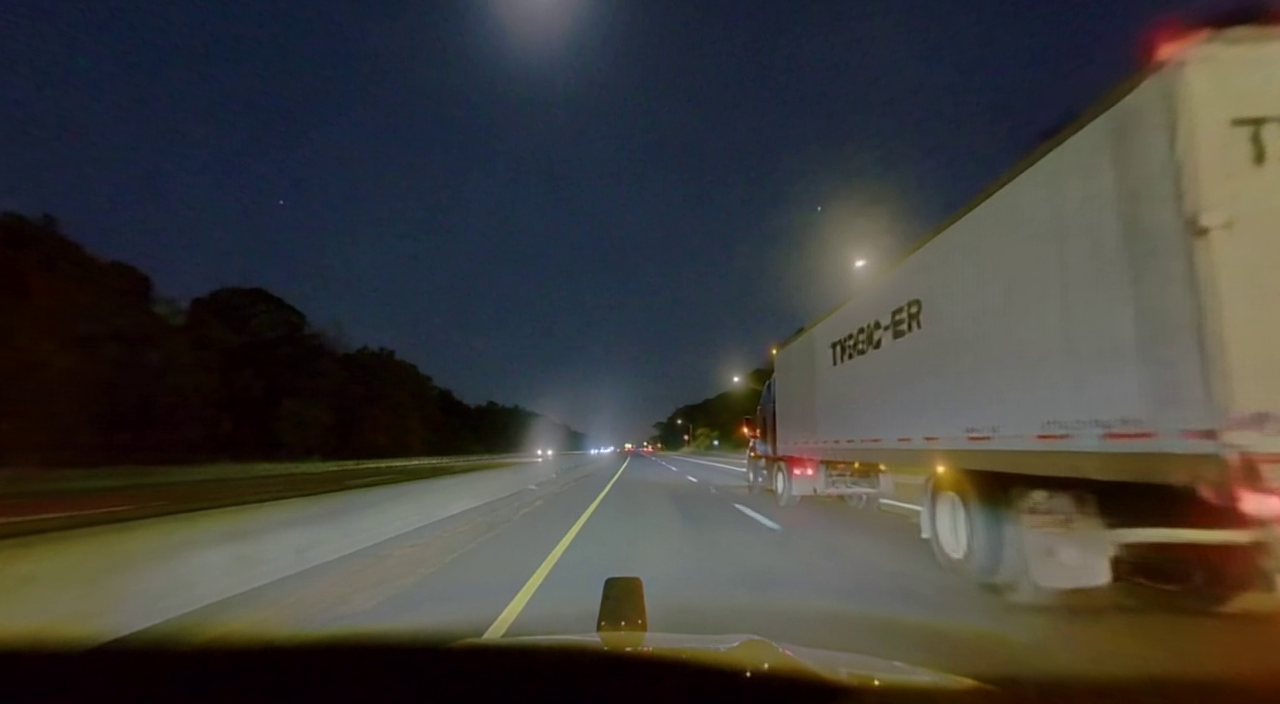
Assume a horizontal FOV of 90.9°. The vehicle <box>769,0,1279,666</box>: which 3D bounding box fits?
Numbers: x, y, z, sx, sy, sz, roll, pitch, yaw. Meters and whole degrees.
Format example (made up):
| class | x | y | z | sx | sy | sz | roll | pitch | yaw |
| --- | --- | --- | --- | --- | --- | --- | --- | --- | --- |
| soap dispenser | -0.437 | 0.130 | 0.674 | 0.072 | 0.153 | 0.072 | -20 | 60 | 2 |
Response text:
| class | x | y | z | sx | sy | sz | roll | pitch | yaw |
| --- | --- | --- | --- | --- | --- | --- | --- | --- | --- |
| vehicle | 5.130 | 0.756 | 9.894 | 2.983 | 4.030 | 14.444 | 0 | -9 | -1 |
